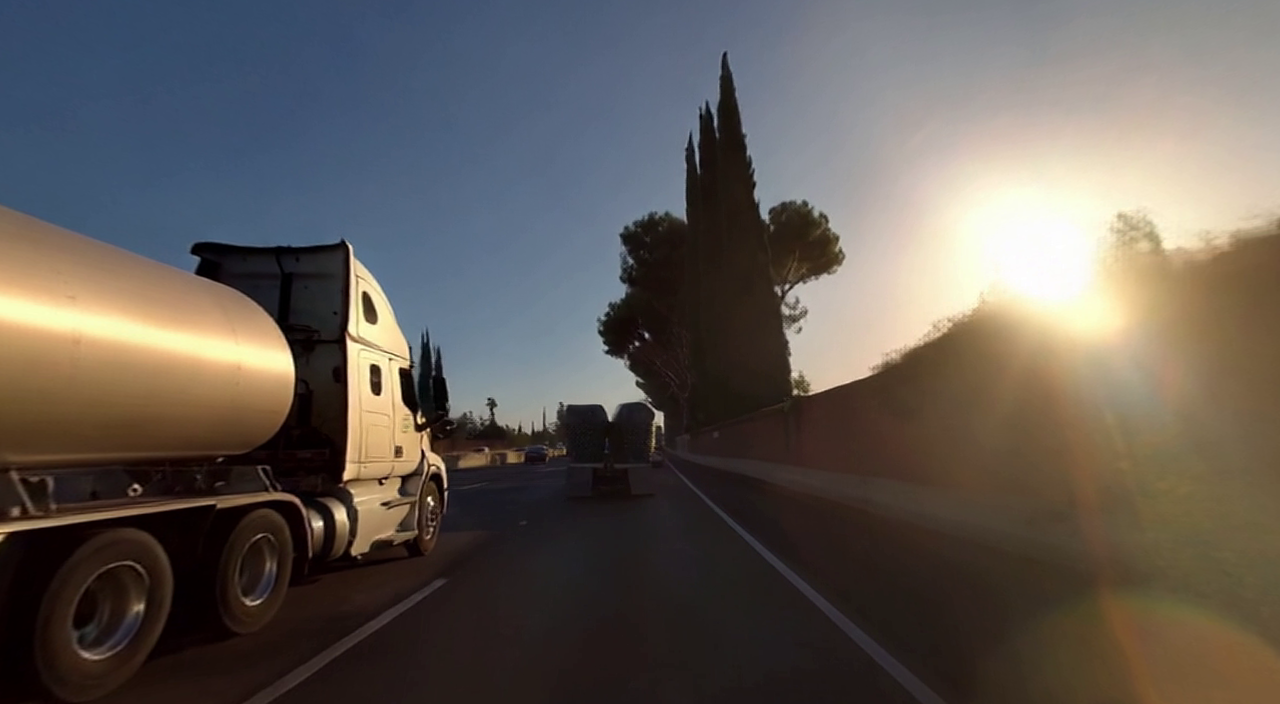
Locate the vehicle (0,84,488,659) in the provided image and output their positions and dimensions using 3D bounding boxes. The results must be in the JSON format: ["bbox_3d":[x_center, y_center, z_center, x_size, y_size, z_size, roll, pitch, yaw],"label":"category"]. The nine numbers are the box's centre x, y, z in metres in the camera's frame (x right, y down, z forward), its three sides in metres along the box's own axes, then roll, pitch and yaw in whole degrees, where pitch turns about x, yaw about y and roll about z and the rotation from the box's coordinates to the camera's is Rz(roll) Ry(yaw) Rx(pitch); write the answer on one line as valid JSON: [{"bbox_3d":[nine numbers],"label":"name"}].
[{"bbox_3d":[-4.073,0.435,7.251,2.998,3.992,5.800,0,-8,1],"label":"vehicle"}]

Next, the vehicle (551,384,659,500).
[{"bbox_3d":[-1.494,3.019,21.188,2.798,3.071,8.412,1,-8,-9],"label":"vehicle"}]

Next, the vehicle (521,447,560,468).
[{"bbox_3d":[-7.187,7.683,46.077,2.006,1.458,4.700,0,-8,1],"label":"vehicle"}]
